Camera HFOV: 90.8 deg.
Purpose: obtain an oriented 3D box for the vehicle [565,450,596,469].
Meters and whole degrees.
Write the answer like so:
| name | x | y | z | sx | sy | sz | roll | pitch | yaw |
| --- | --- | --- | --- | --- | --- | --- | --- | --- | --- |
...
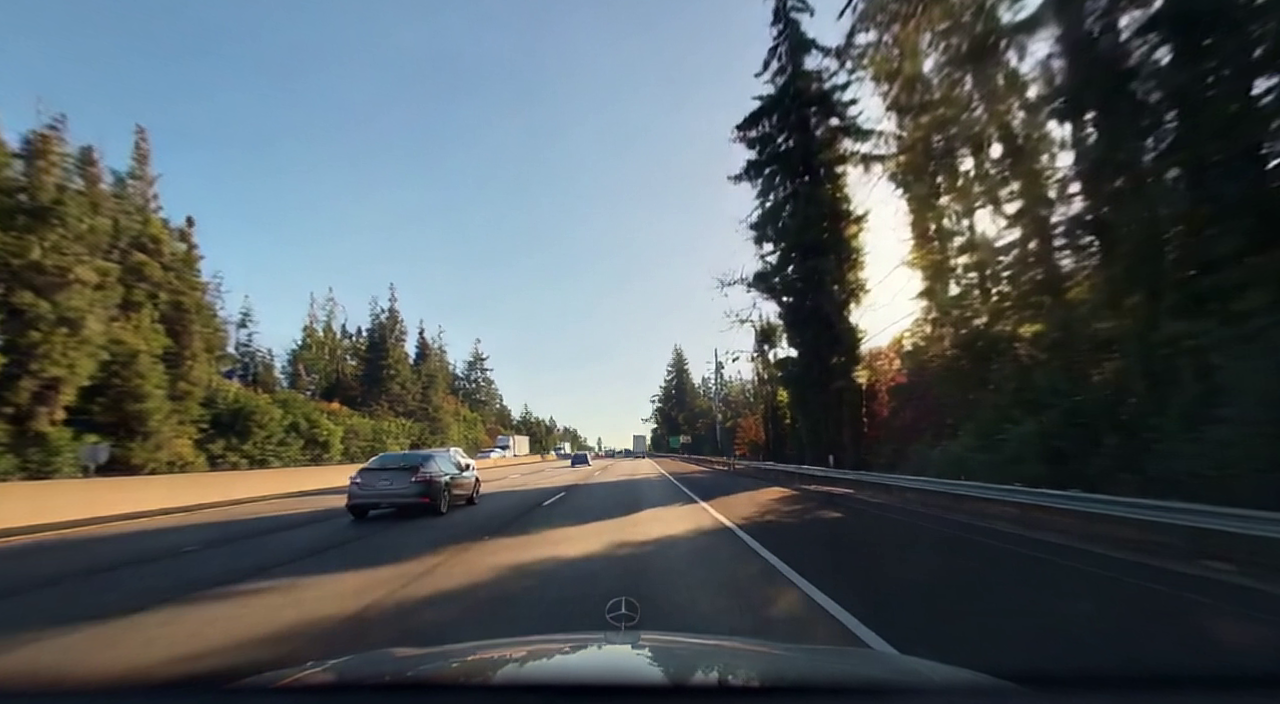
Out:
| name | x | y | z | sx | sy | sz | roll | pitch | yaw |
| --- | --- | --- | --- | --- | --- | --- | --- | --- | --- |
| vehicle | -4.572 | 8.382 | 49.256 | 2.032 | 1.381 | 3.909 | 0 | -9 | 0 |

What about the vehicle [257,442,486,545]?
| name | x | y | z | sx | sy | sz | roll | pitch | yaw |
| --- | --- | --- | --- | --- | --- | --- | --- | --- | --- |
| vehicle | -4.387 | 2.371 | 11.258 | 2.106 | 1.445 | 4.404 | 0 | -9 | 1 |
